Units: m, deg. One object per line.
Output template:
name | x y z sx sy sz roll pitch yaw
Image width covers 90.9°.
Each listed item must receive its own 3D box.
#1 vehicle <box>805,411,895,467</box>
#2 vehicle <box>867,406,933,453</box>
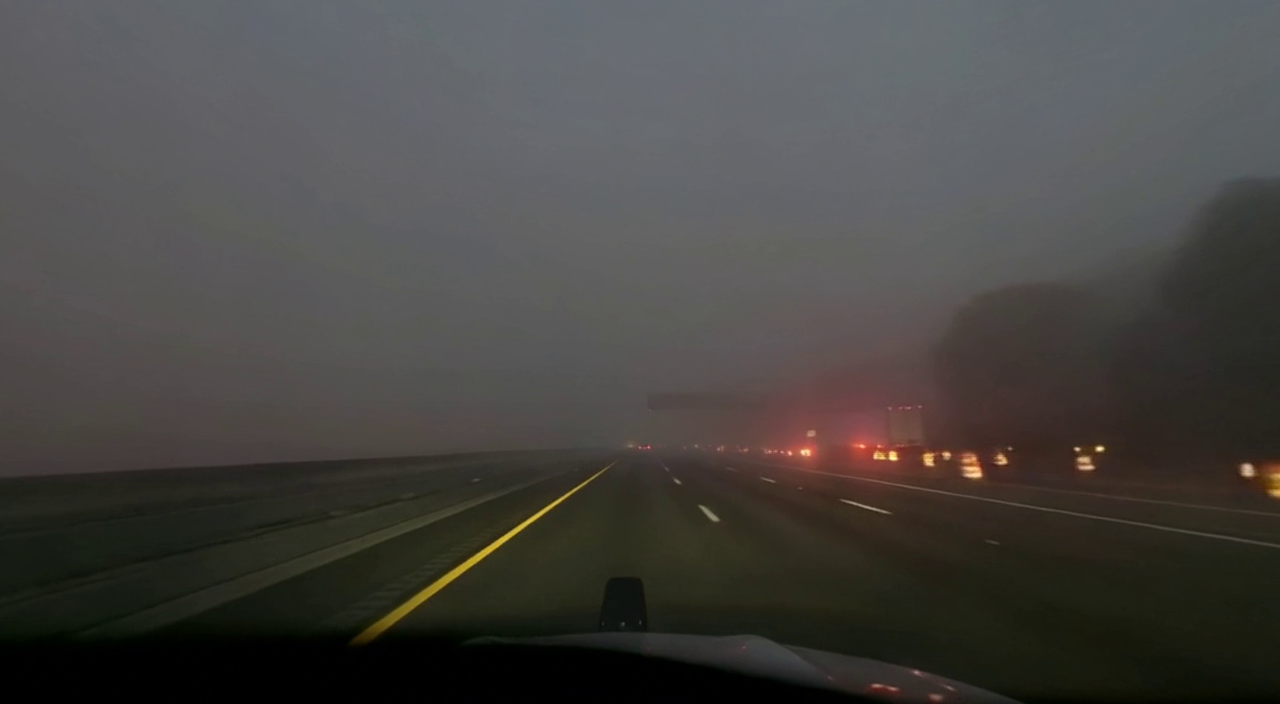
vehicle | 13.250 5.640 40.629 2.905 3.106 7.417 -3 -8 -2
vehicle | 16.995 5.136 41.484 1.924 2.767 4.707 -3 -8 -3
